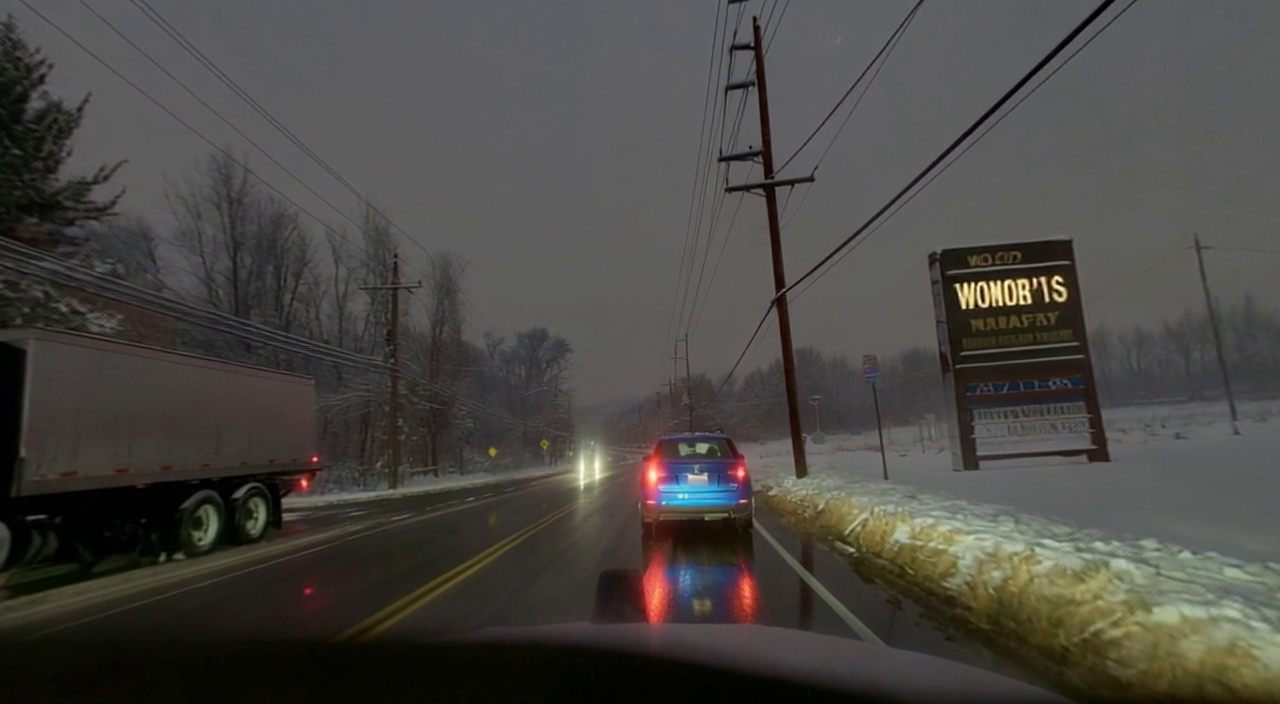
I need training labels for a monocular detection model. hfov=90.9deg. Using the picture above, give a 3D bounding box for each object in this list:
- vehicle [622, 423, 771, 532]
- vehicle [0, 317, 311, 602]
[{"bbox_3d":[0.827,2.039,10.763,2.081,1.503,3.726,0,-8,1],"label":"vehicle"},{"bbox_3d":[-8.452,1.431,8.229,3.395,3.071,7.634,-7,-6,7],"label":"vehicle"}]
